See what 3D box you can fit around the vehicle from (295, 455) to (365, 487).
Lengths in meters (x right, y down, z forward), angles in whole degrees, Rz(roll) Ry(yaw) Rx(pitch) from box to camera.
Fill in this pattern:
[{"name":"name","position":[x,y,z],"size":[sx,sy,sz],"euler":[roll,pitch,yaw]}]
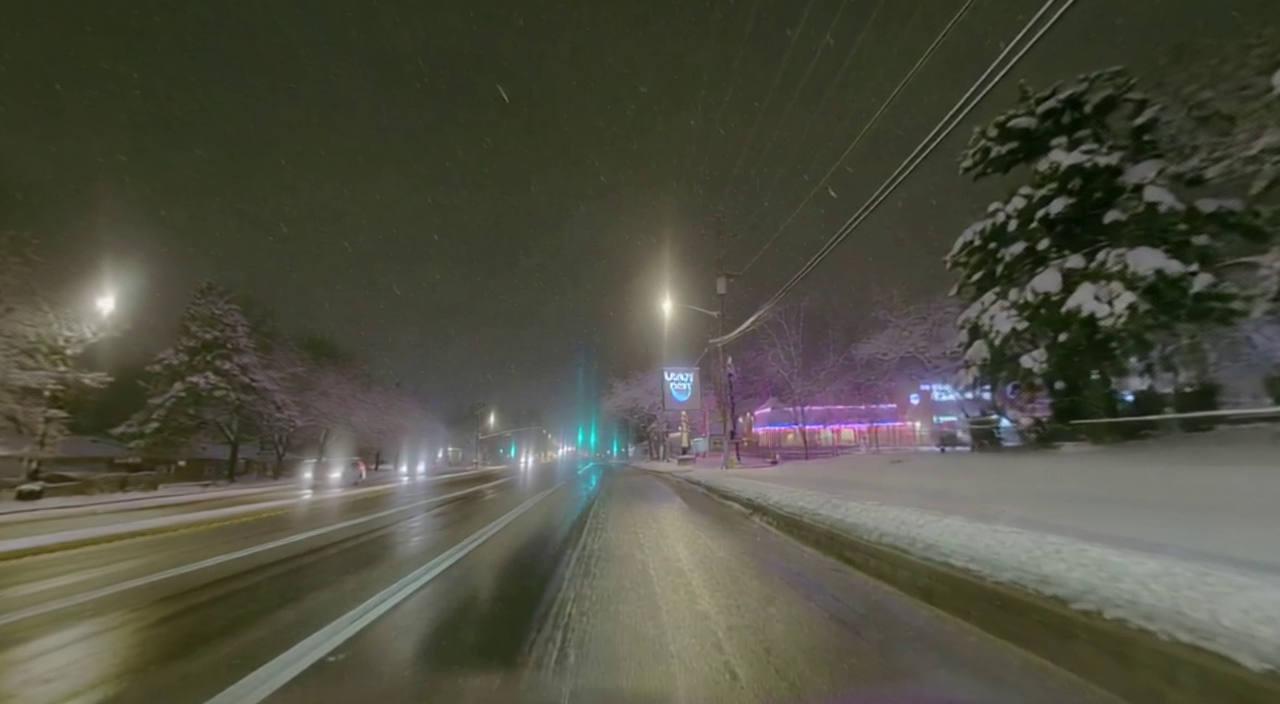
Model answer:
[{"name":"vehicle","position":[-19.735,7.539,40.279],"size":[2.067,1.806,4.832],"euler":[0,-8,-1]}]
